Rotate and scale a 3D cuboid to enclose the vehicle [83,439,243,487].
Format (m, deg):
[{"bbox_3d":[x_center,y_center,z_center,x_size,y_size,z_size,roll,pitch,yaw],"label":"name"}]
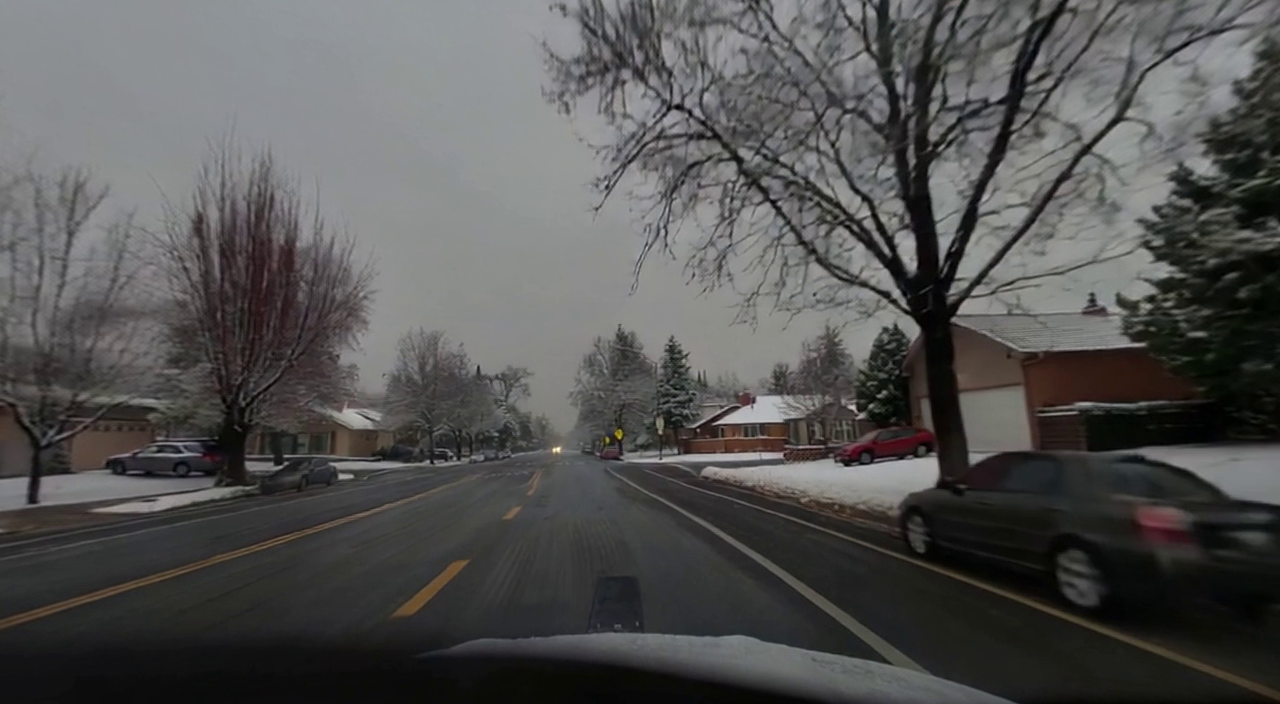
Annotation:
[{"bbox_3d":[-21.938,5.137,29.278,5.560,1.892,2.099,-1,-9,-4],"label":"vehicle"}]

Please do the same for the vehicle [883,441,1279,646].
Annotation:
[{"bbox_3d":[4.517,1.697,6.684,2.029,1.449,4.028,1,-9,-5],"label":"vehicle"}]

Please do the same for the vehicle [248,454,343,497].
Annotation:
[{"bbox_3d":[-13.753,4.927,25.536,1.870,1.451,4.140,0,-8,-6],"label":"vehicle"}]

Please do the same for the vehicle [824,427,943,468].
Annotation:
[{"bbox_3d":[10.198,4.006,26.542,4.216,1.634,1.999,2,-9,-17],"label":"vehicle"}]
